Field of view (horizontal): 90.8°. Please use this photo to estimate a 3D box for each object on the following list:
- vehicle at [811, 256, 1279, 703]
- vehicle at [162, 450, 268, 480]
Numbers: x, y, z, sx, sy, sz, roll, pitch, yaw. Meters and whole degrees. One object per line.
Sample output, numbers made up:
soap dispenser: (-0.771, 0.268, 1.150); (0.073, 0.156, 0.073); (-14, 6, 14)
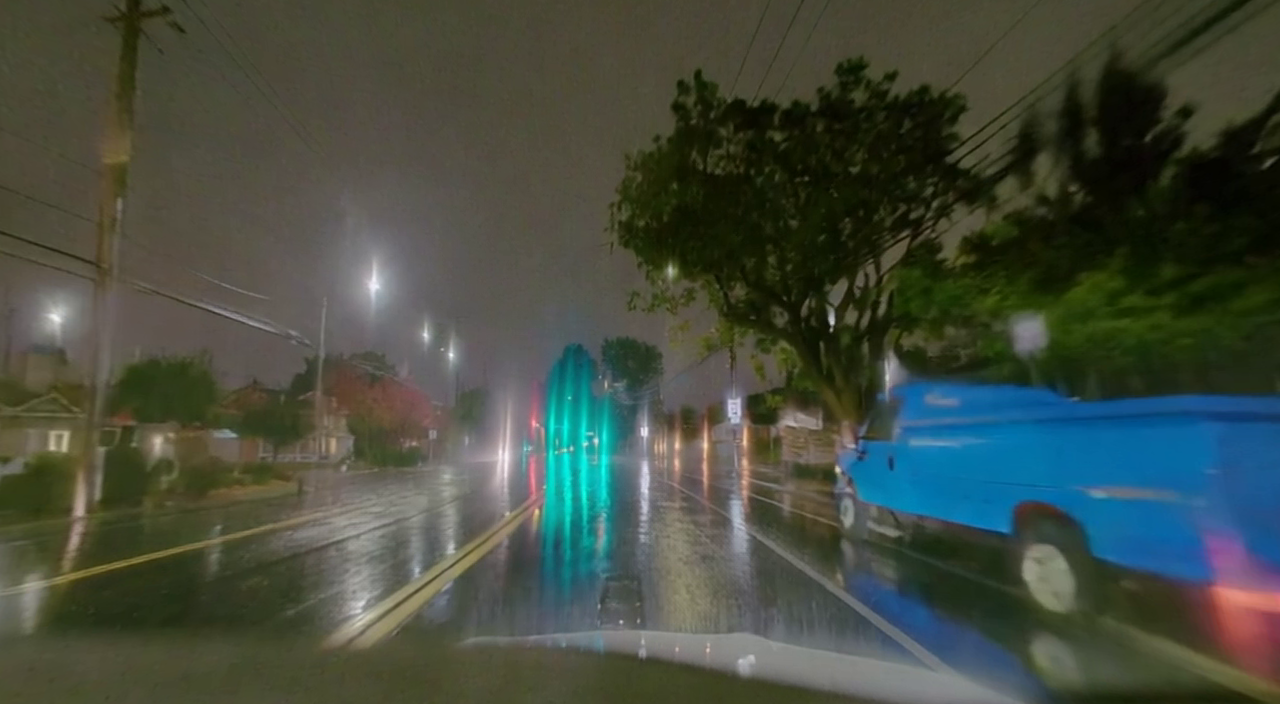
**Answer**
vehicle: (4.400, 1.288, 6.744); (2.794, 2.437, 7.684); (0, -8, -2)
vehicle: (-27.117, 7.212, 40.493); (5.067, 1.792, 2.217); (2, -8, -11)
